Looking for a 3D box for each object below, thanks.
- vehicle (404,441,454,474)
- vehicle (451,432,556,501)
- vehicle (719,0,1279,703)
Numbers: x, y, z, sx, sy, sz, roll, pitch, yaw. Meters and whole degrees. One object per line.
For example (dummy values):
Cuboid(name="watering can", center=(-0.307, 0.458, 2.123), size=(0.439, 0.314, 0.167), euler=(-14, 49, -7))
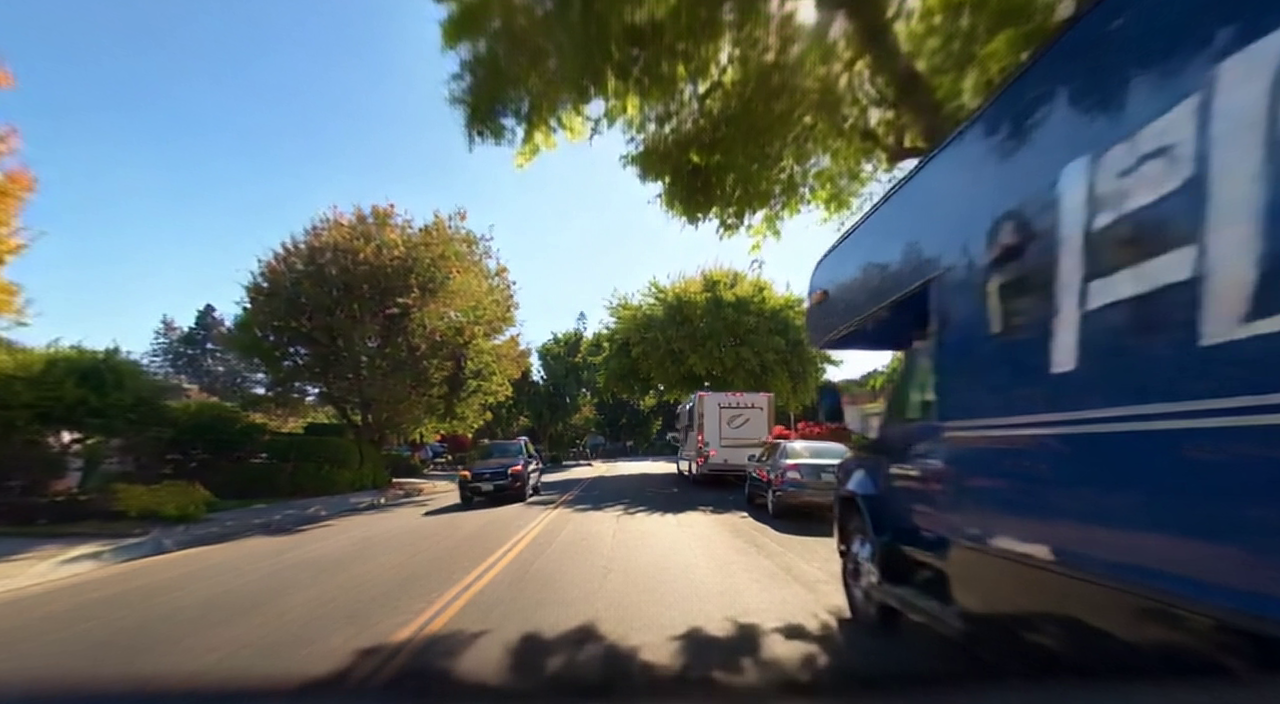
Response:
Cuboid(name="vehicle", center=(-13.128, 6.580, 39.508), size=(2.111, 1.856, 4.803), euler=(0, -9, -8))
Cuboid(name="vehicle", center=(-3.821, 3.294, 18.526), size=(2.194, 1.763, 4.288), euler=(0, -8, -1))
Cuboid(name="vehicle", center=(2.955, 0.304, 4.246), size=(3.052, 3.440, 11.052), euler=(0, -8, -2))
